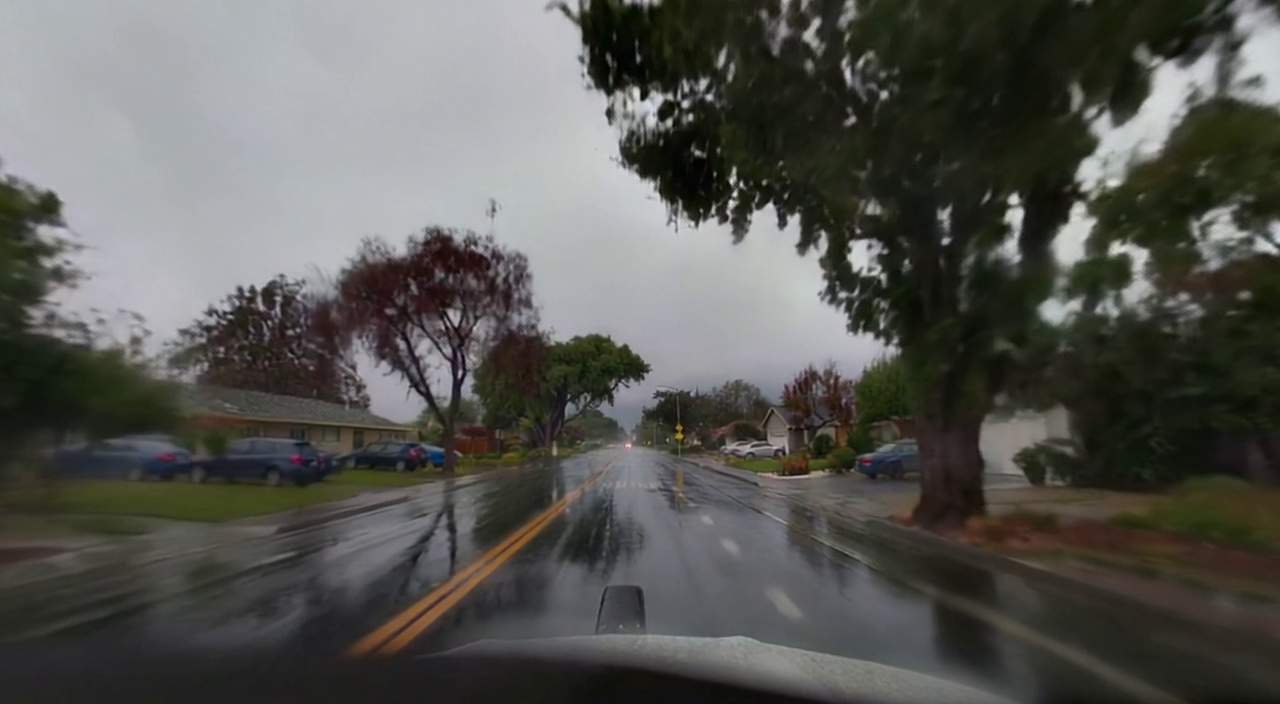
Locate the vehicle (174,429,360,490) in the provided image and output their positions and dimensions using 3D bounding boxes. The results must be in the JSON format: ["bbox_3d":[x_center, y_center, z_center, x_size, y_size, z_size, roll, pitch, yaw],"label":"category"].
[{"bbox_3d":[-12.440,3.600,21.313,5.009,1.880,1.961,-1,-8,1],"label":"vehicle"}]

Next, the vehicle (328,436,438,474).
[{"bbox_3d":[-12.822,5.163,31.751,4.549,1.802,2.081,0,-9,1],"label":"vehicle"}]

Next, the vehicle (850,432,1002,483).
[{"bbox_3d":[10.705,3.986,23.921,4.751,1.518,1.885,-4,-9,-1],"label":"vehicle"}]

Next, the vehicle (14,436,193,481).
[{"bbox_3d":[-19.045,3.811,22.646,4.351,1.488,2.114,1,-9,-4],"label":"vehicle"}]
